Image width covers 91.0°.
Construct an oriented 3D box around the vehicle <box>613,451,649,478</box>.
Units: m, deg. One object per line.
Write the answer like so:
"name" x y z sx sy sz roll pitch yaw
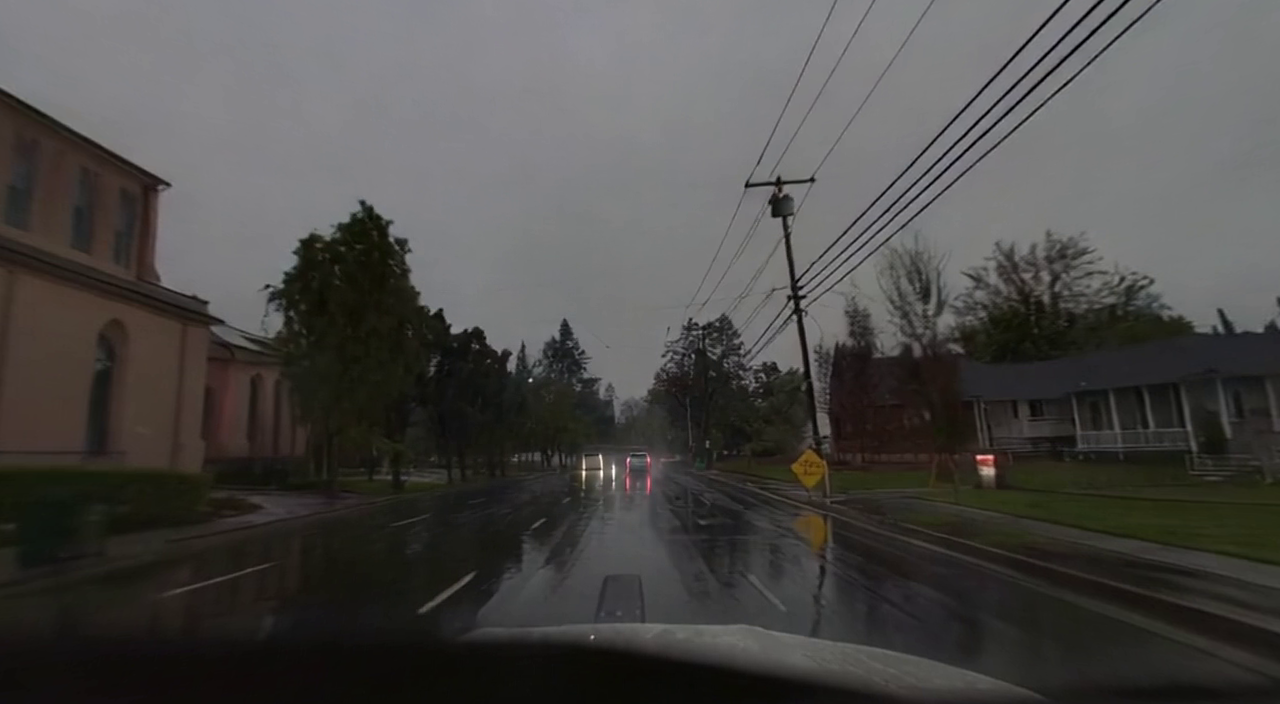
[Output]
"vehicle" -0.549 6.751 38.085 2.093 1.497 4.010 0 -9 -1
